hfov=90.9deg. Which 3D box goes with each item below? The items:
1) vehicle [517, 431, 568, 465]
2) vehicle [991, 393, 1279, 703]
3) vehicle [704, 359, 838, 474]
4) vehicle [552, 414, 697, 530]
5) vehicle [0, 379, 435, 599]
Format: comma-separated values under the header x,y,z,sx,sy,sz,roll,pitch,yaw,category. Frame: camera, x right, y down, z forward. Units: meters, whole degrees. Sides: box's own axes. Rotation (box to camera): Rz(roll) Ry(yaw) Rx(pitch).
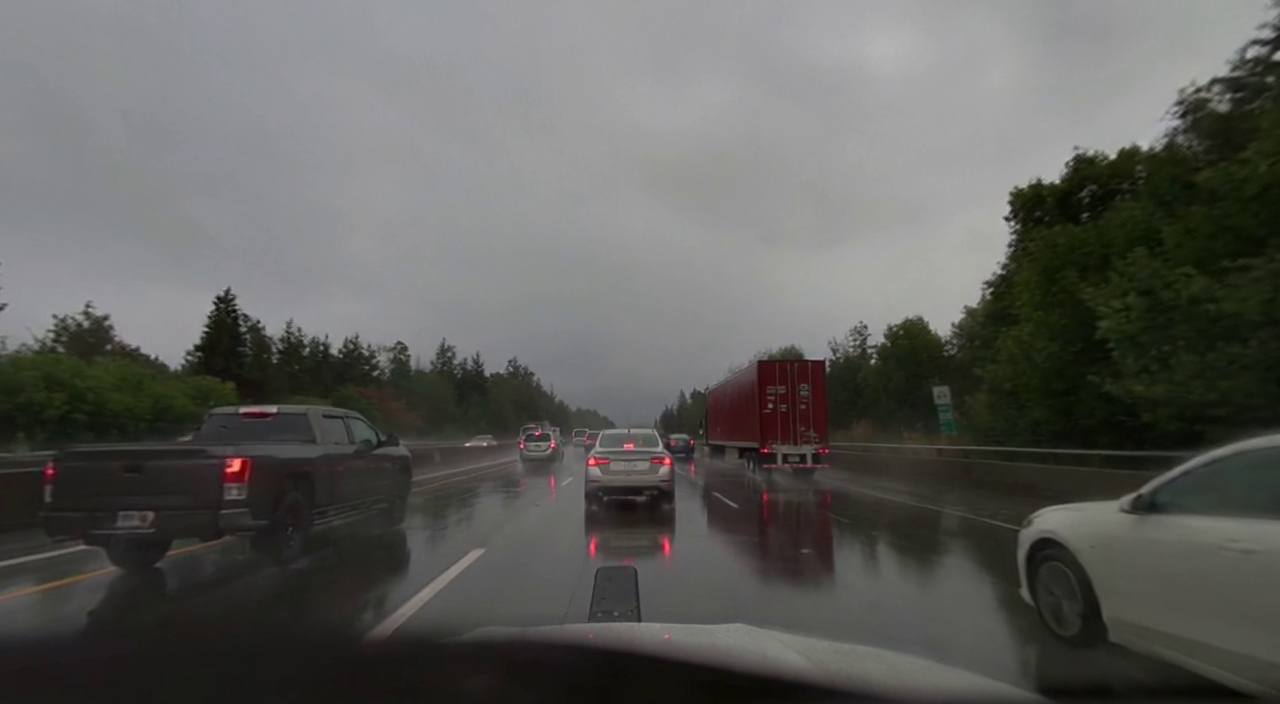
x,y,z,sx,sy,sz,roll,pitch,yaw,category
-4.928,4.883,32.256,1.971,1.648,3.983,0,-8,0,vehicle
3.542,0.910,2.530,1.951,1.477,3.963,0,-8,0,vehicle
5.437,3.273,29.843,2.888,4.135,14.071,0,-8,-2,vehicle
-0.254,1.992,11.047,2.083,1.647,3.799,0,-8,-1,vehicle
-4.278,1.425,7.514,2.101,1.767,4.702,0,-8,-1,vehicle
